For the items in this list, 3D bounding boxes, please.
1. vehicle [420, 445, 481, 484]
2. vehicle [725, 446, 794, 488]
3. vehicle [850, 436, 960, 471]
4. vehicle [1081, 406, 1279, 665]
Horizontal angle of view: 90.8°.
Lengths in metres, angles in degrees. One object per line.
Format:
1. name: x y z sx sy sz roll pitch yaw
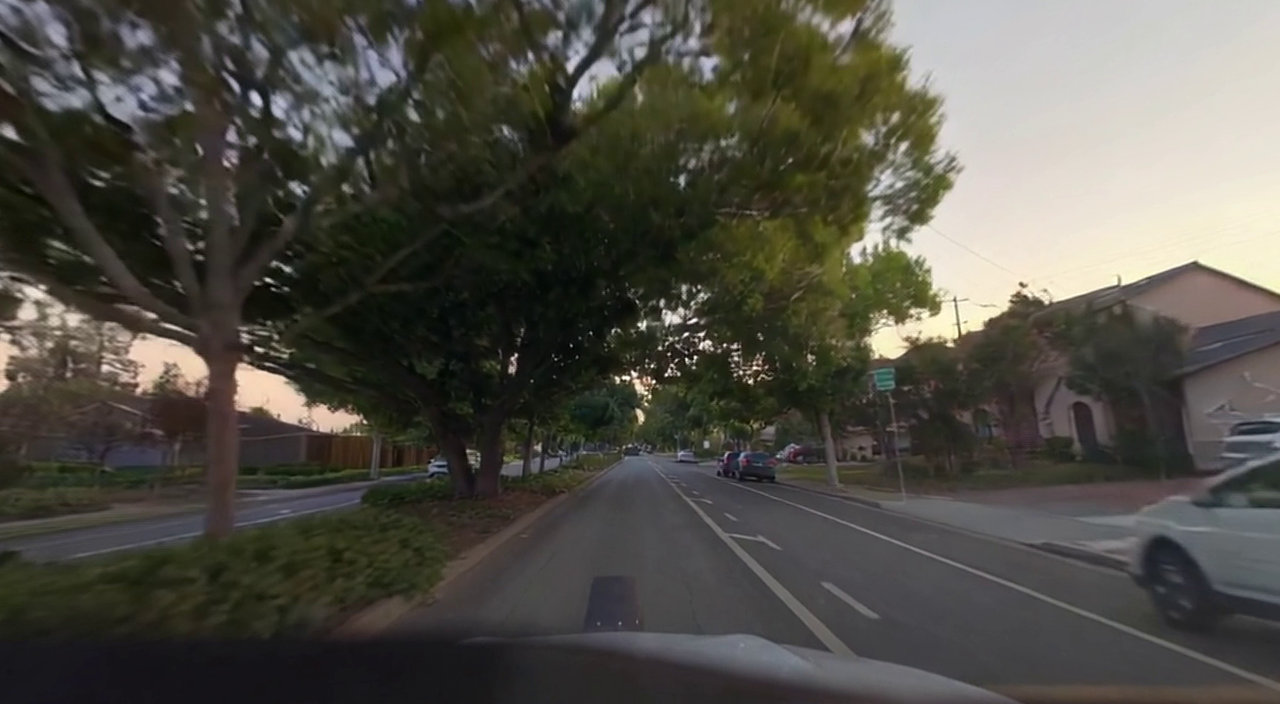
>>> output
1. vehicle: -12.171 7.209 40.906 2.396 2.159 5.470 -2 -8 -1
2. vehicle: 4.905 4.789 26.768 1.900 1.608 5.037 0 -8 0
3. vehicle: 13.752 5.299 33.000 4.789 1.556 1.897 -3 -8 1
4. vehicle: 5.228 1.155 3.799 2.001 1.693 4.311 0 -9 0
